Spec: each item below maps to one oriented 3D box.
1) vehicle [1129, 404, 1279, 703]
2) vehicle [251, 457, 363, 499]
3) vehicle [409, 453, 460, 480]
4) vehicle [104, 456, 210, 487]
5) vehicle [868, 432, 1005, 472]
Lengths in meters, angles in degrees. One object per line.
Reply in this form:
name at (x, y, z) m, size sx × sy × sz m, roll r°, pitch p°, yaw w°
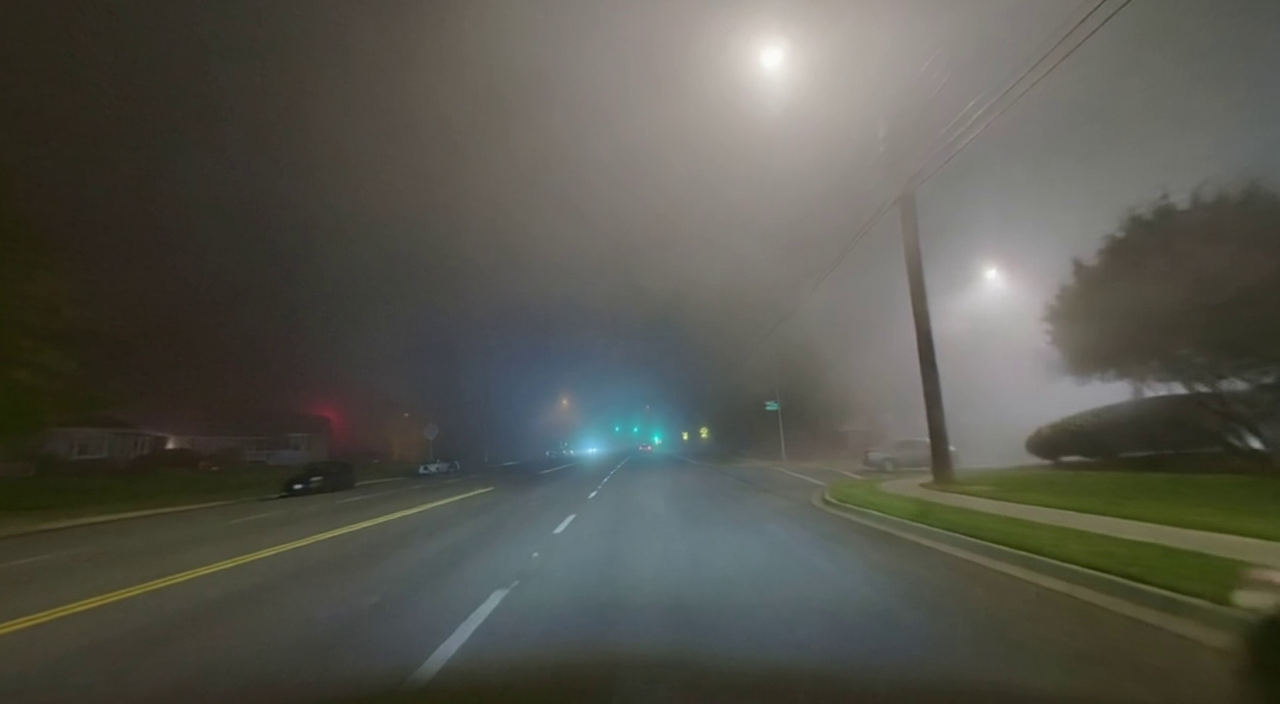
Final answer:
vehicle at (3.518, 0.712, 0.695) m, size 2.093 × 1.524 × 4.835 m, roll 0°, pitch -8°, yaw 0°
vehicle at (-13.679, 5.175, 26.311) m, size 1.901 × 1.481 × 4.636 m, roll -1°, pitch -8°, yaw 4°
vehicle at (-13.766, 7.655, 42.528) m, size 1.941 × 1.501 × 4.432 m, roll -3°, pitch -7°, yaw 0°
vehicle at (-24.248, 6.029, 31.782) m, size 3.894 × 1.459 × 1.638 m, roll 0°, pitch -11°, yaw 0°
vehicle at (11.861, 4.001, 25.410) m, size 4.644 × 1.471 × 1.843 m, roll 1°, pitch -8°, yaw -9°
